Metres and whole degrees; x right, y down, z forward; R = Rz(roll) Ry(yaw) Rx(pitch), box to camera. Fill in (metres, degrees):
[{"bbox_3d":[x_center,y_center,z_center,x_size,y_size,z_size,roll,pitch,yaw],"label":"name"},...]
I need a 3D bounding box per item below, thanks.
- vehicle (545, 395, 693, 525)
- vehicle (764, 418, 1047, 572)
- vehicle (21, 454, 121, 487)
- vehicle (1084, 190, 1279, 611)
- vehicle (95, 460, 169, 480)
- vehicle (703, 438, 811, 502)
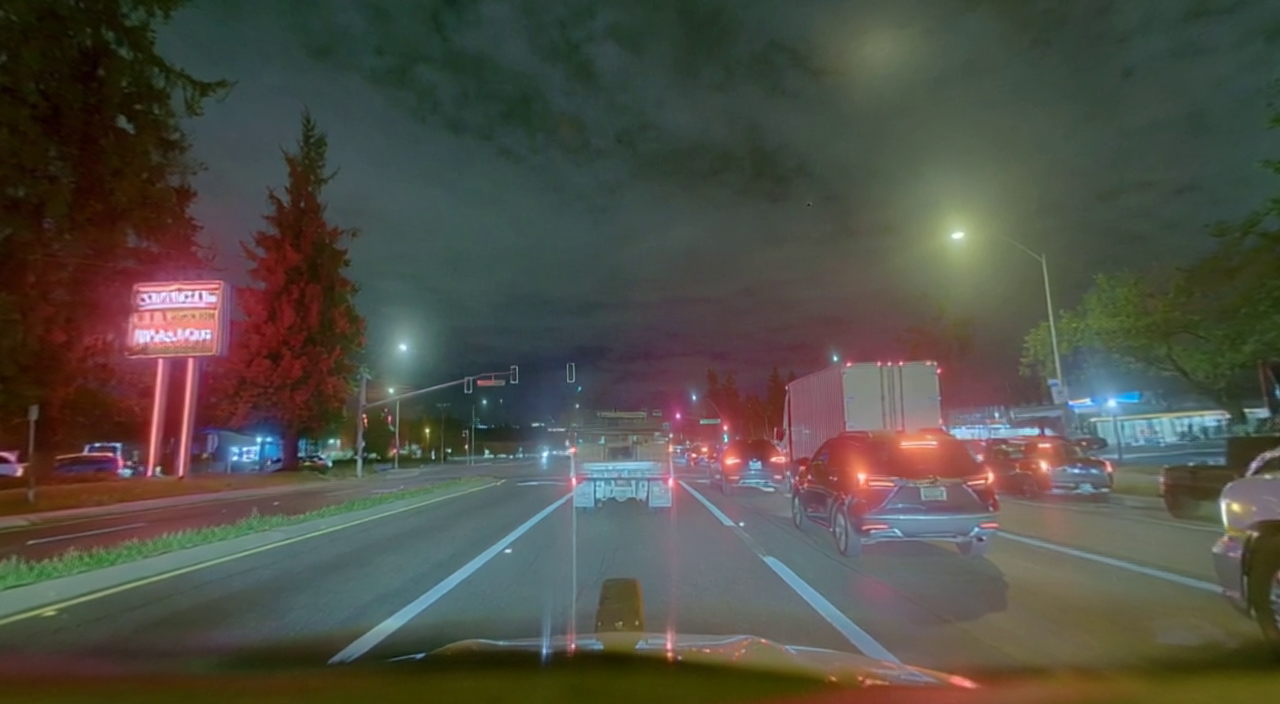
[{"bbox_3d":[-0.388,2.220,13.343,2.499,2.183,5.111,0,-9,-1],"label":"vehicle"},{"bbox_3d":[3.264,1.871,9.136,1.905,1.587,4.998,0,-9,0],"label":"vehicle"},{"bbox_3d":[-28.587,5.934,31.918,1.730,1.534,3.922,1,-9,-7],"label":"vehicle"},{"bbox_3d":[6.510,0.126,3.343,2.802,3.322,7.429,0,-9,0],"label":"vehicle"},{"bbox_3d":[-38.216,8.874,47.567,4.150,1.474,1.826,-1,-9,8],"label":"vehicle"},{"bbox_3d":[2.996,3.128,17.168,1.922,1.483,4.436,0,-9,-2],"label":"vehicle"}]
